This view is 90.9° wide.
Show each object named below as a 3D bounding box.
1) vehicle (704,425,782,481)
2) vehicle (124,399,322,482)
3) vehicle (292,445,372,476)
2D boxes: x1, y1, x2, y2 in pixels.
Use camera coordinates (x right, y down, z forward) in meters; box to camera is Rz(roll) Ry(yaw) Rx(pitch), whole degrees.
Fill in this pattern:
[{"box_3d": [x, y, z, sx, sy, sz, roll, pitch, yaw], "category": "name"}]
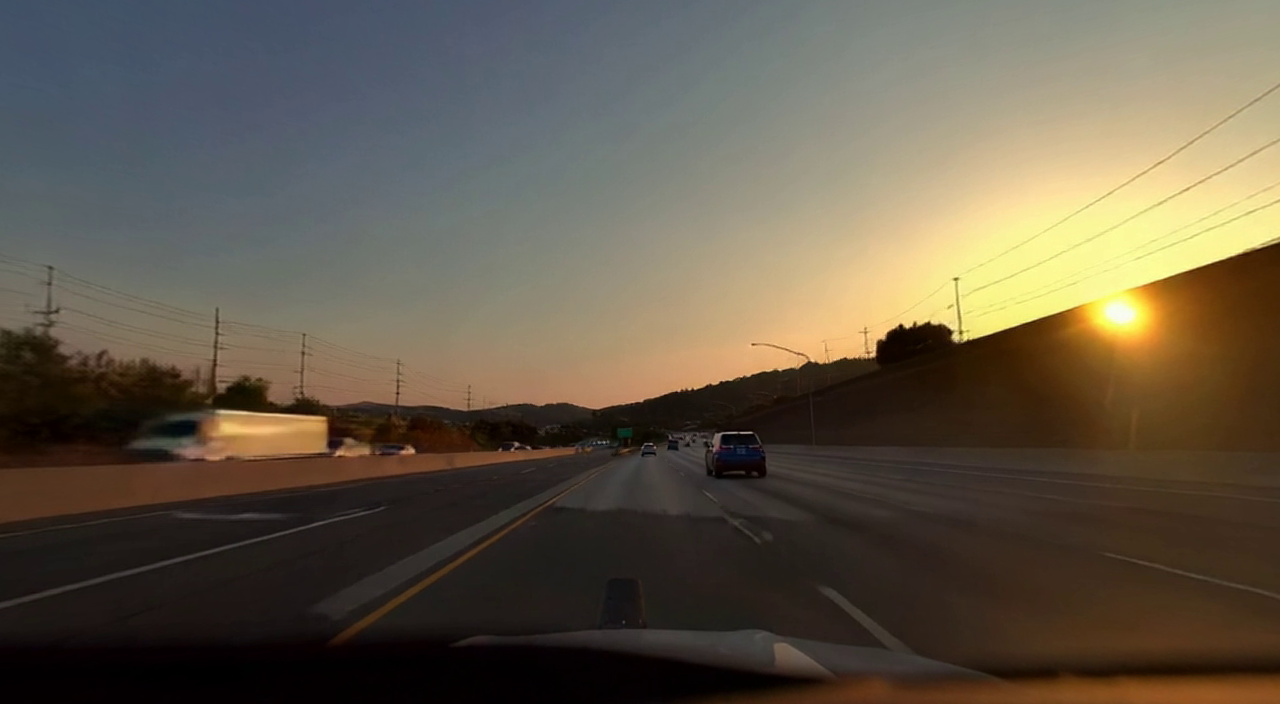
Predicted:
[{"box_3d": [3.697, 3.722, 23.444, 2.120, 1.832, 4.287, 0, -8, -1], "category": "vehicle"}, {"box_3d": [-20.288, 4.491, 31.885, 3.294, 3.481, 9.753, 0, -8, 0], "category": "vehicle"}, {"box_3d": [-16.743, 5.888, 34.573, 2.251, 1.579, 4.262, 0, -8, 0], "category": "vehicle"}]
